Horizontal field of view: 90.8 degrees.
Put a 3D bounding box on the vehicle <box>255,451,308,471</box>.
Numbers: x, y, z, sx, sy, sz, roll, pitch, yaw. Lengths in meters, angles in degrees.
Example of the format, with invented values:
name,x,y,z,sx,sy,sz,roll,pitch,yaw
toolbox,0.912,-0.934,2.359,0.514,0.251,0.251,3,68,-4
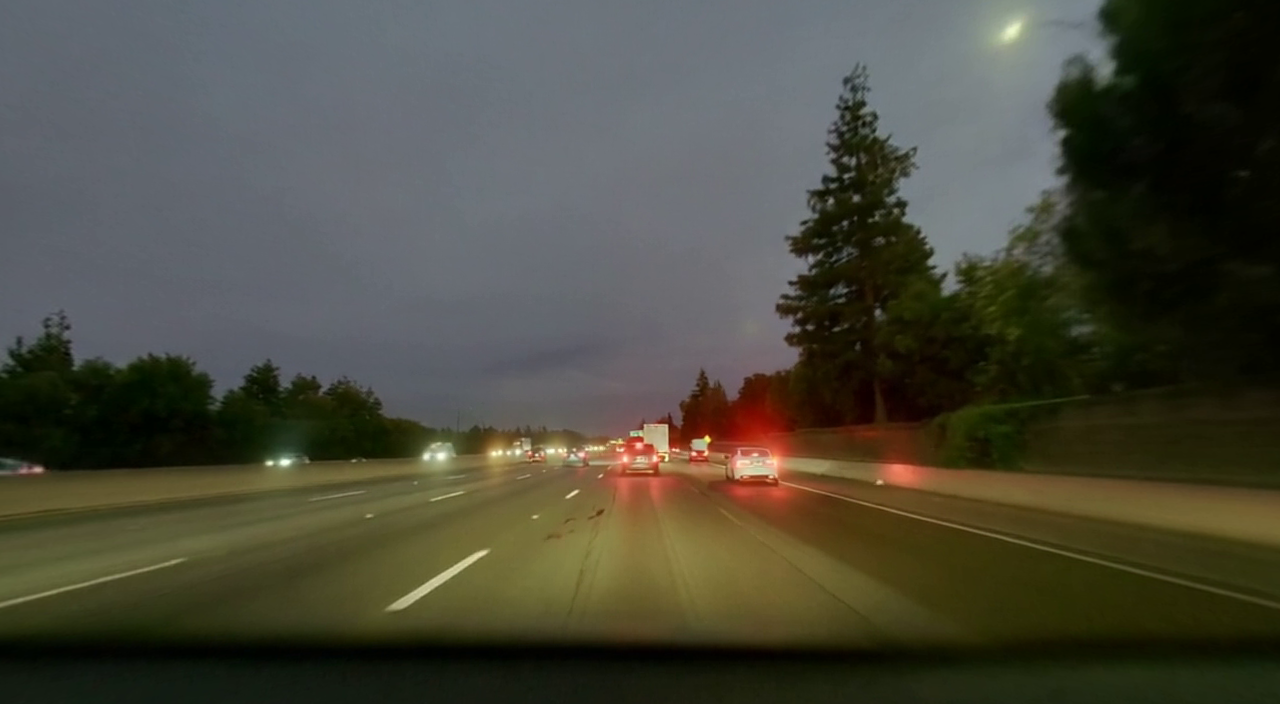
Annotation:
name,x,y,z,sx,sy,sz,roll,pitch,yaw
vehicle,-26.609,8.091,47.022,1.813,1.448,3.521,0,-8,1

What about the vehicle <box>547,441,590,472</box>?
name,x,y,z,sx,sy,sz,roll,pitch,yaw
vehicle,-4.100,6.080,36.970,1.988,1.696,4.754,0,-8,0

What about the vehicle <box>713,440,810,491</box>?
name,x,y,z,sx,sy,sz,roll,pitch,yaw
vehicle,3.831,3.663,20.786,2.146,1.482,4.665,0,-8,-2

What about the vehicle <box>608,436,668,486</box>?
name,x,y,z,sx,sy,sz,roll,pitch,yaw
vehicle,-0.103,4.143,24.366,2.103,1.717,4.399,0,-8,-1
